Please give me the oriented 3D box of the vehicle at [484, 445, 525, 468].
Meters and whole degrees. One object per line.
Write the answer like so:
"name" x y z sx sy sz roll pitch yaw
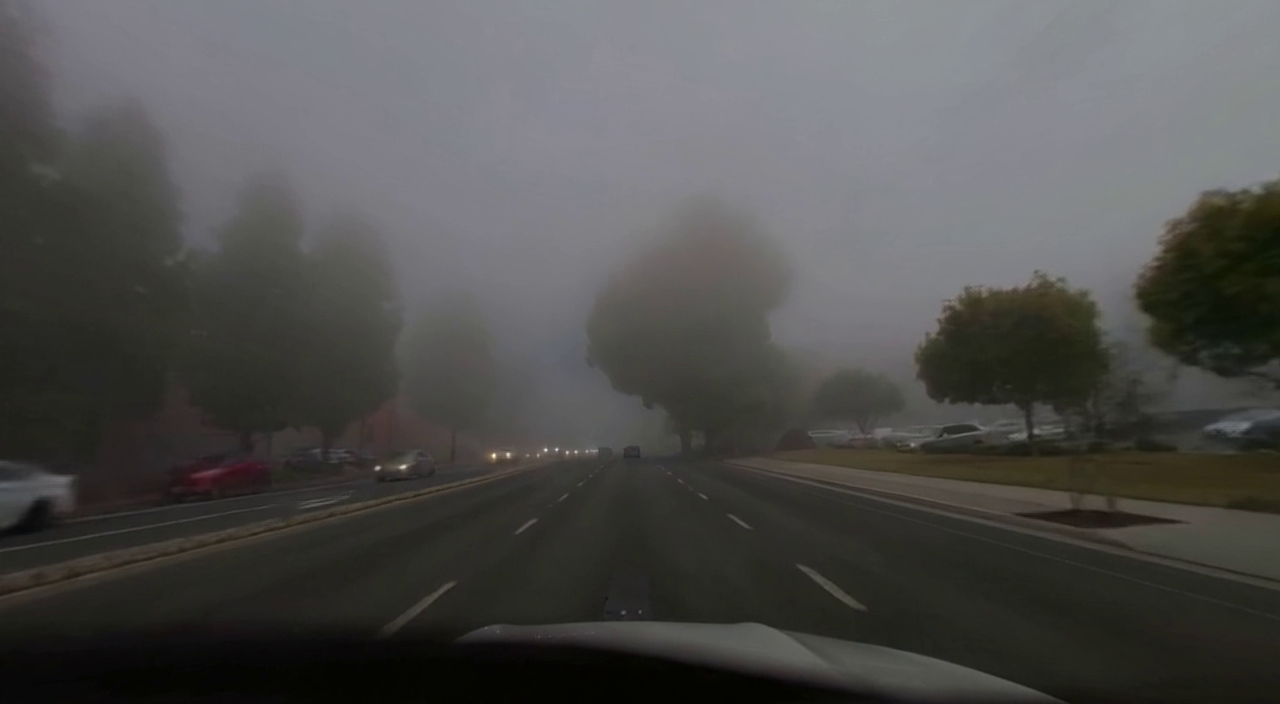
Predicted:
"vehicle" -10.279 7.949 48.225 2.025 1.704 4.523 0 -9 2

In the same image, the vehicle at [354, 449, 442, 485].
"vehicle" -10.724 5.118 28.458 2.020 1.490 4.657 0 -9 1

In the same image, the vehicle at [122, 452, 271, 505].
"vehicle" -16.571 4.693 24.015 2.012 1.757 4.944 0 -9 1
